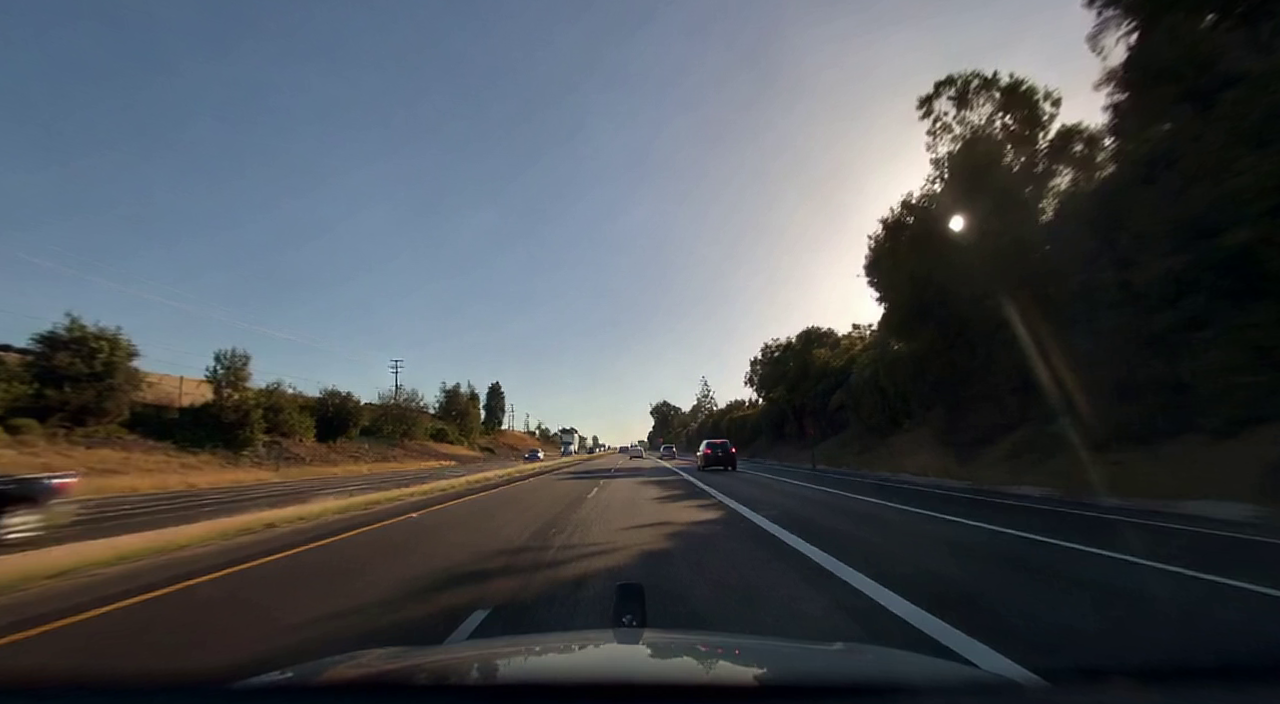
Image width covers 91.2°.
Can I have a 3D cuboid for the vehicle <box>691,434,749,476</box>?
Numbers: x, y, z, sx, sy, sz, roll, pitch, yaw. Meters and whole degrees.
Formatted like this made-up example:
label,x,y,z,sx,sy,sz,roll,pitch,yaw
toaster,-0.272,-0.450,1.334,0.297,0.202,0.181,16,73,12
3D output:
label,x,y,z,sx,sy,sz,roll,pitch,yaw
vehicle,3.924,5.172,31.590,2.177,1.914,5.245,0,-9,-1
